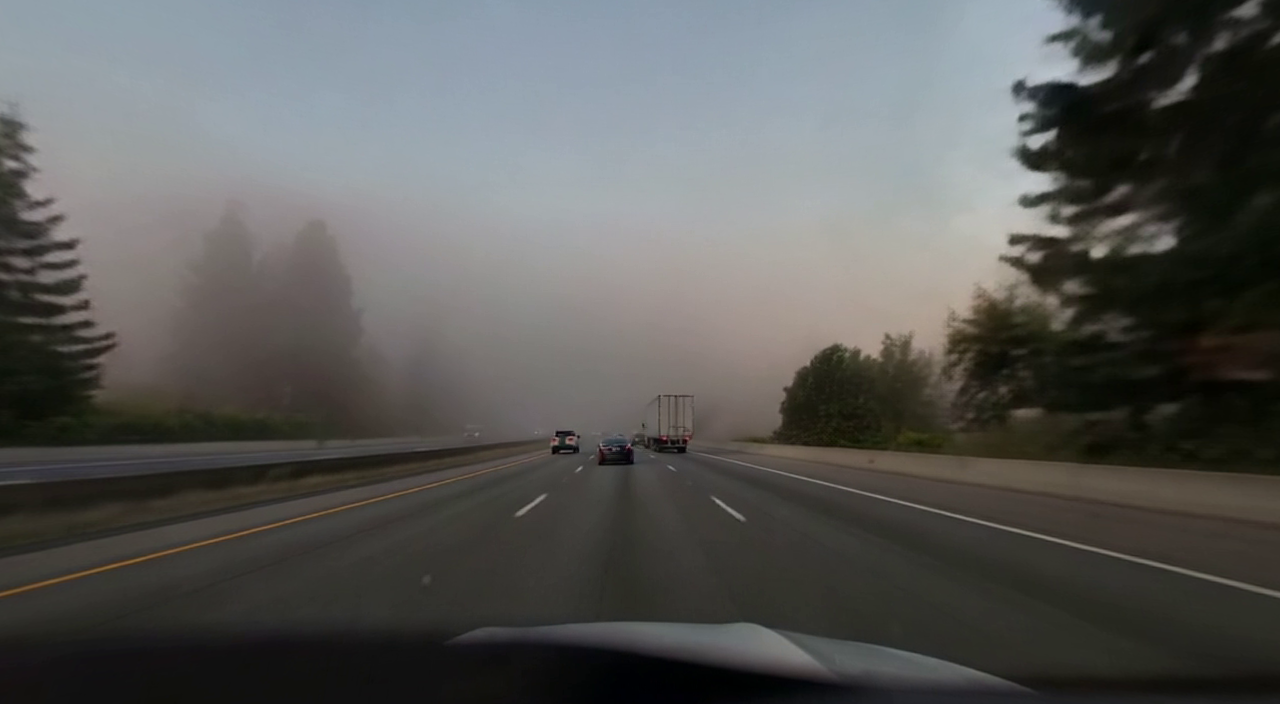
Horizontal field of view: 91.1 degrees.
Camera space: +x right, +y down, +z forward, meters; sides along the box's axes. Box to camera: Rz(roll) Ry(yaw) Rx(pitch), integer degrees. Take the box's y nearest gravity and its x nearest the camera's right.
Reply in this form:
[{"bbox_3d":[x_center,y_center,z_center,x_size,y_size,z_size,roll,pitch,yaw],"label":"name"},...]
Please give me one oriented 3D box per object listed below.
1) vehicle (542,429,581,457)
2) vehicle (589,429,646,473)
[{"bbox_3d":[-5.392,6.312,43.726,2.234,1.773,5.134,0,-8,-2],"label":"vehicle"},{"bbox_3d":[-0.882,3.885,24.934,2.048,1.563,4.087,0,-8,-2],"label":"vehicle"}]
